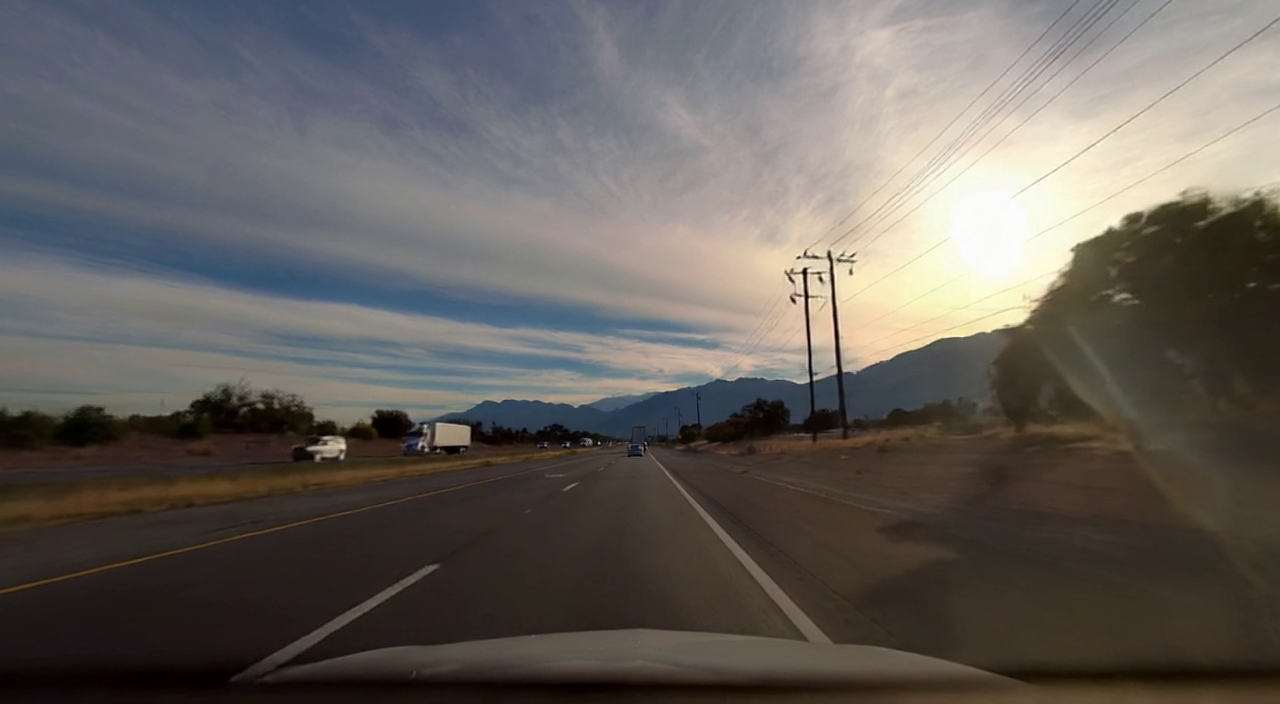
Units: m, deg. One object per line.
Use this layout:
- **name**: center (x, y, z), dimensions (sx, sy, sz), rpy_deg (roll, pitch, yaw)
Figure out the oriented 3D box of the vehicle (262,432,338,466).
- **vehicle**: center (-21.380, 6.155, 39.881), dimensions (2.061, 1.988, 4.636), rpy_deg (0, -8, 2)
